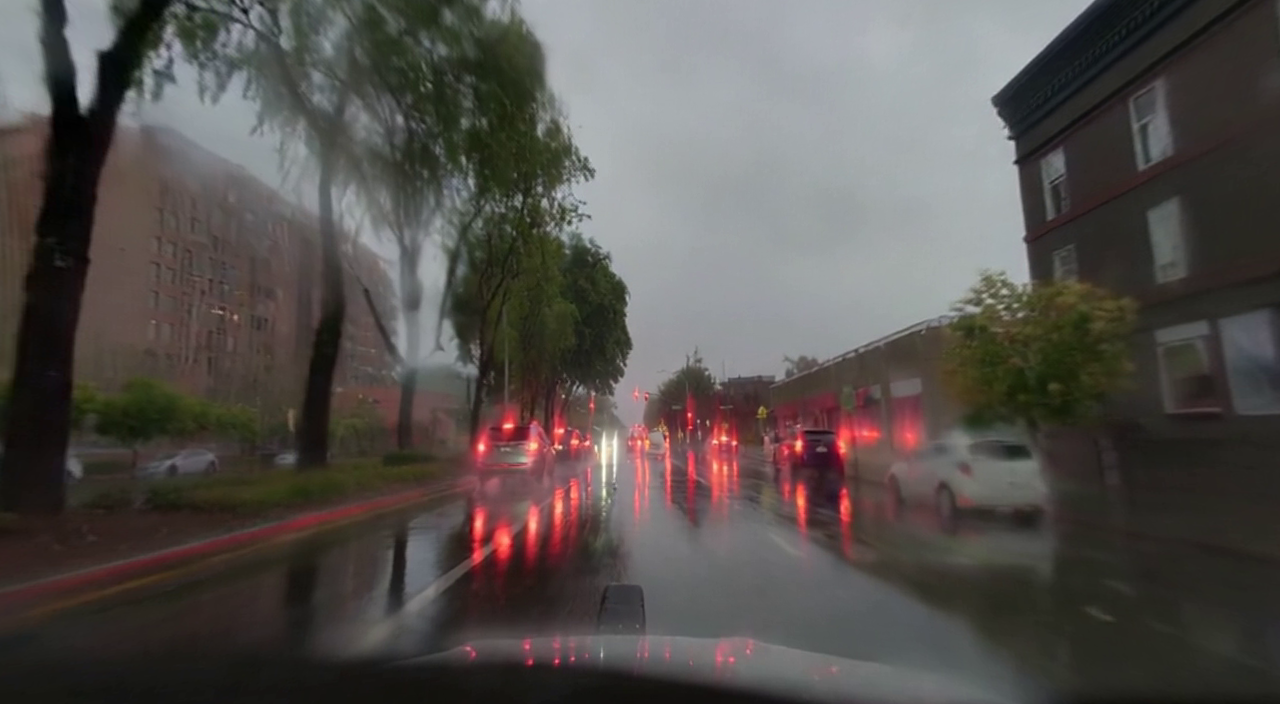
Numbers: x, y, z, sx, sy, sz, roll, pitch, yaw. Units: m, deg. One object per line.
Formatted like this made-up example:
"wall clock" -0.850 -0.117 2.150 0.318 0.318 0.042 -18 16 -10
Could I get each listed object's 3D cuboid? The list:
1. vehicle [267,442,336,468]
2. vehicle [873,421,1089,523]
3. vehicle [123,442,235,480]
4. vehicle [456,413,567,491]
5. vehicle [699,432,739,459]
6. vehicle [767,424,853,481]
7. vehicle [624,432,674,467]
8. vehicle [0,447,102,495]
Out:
"vehicle" -22.455 6.823 42.119 2.148 1.607 4.428 0 -8 -1
"vehicle" 6.619 2.355 12.909 2.164 1.727 3.955 -1 -8 0
"vehicle" -22.248 5.239 30.762 1.910 1.632 4.624 -1 -8 0
"vehicle" -3.559 2.896 18.534 2.223 1.957 4.845 -1 -8 0
"vehicle" 5.966 7.114 48.025 2.300 1.903 4.579 0 -8 -2
"vehicle" 6.374 3.842 24.320 1.997 1.943 4.409 0 -8 -1
"vehicle" 0.364 4.859 31.596 2.201 1.589 3.843 0 -8 -3
"vehicle" -21.993 4.102 21.937 2.111 1.554 5.163 -1 -8 0
